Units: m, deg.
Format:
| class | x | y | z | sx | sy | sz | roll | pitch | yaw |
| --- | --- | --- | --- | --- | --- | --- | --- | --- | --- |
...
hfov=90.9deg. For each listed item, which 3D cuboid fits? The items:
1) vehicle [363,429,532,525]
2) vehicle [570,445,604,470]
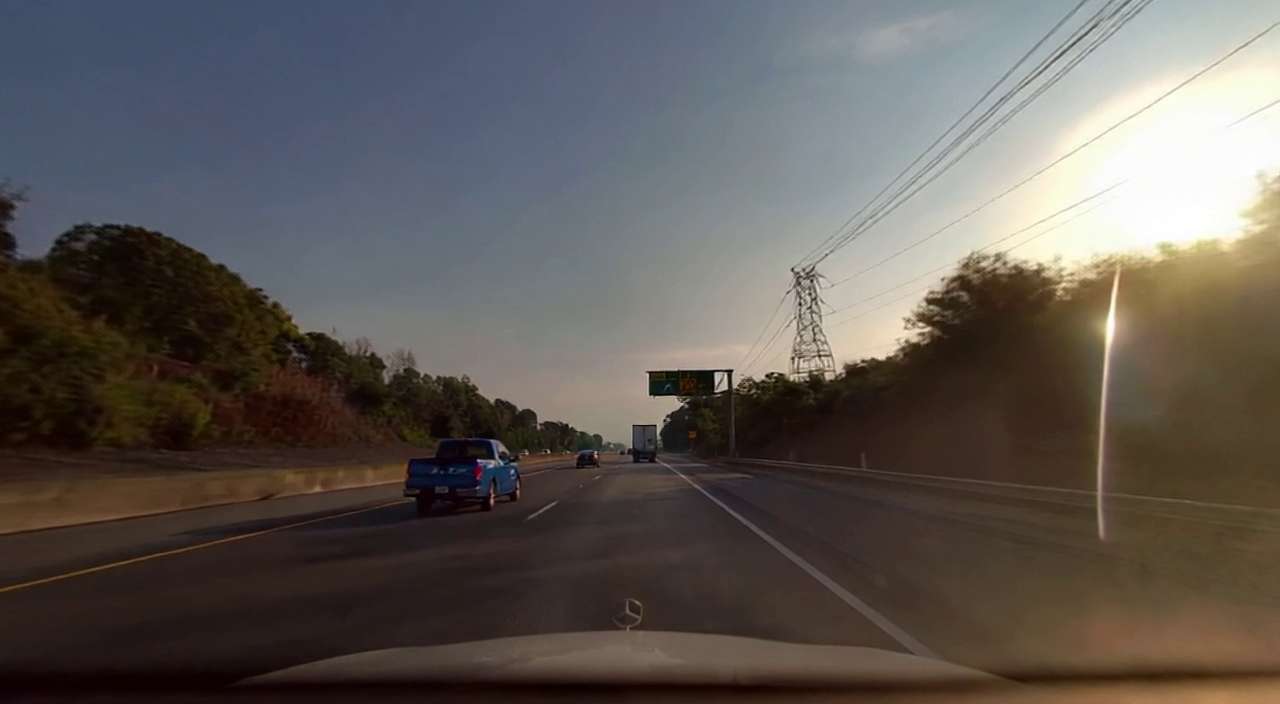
| class | x | y | z | sx | sy | sz | roll | pitch | yaw |
| --- | --- | --- | --- | --- | --- | --- | --- | --- | --- |
| vehicle | -3.854 | 2.606 | 13.776 | 2.049 | 1.697 | 4.998 | 0 | -9 | 1 |
| vehicle | -3.910 | 7.864 | 47.179 | 2.111 | 1.735 | 4.066 | 0 | -9 | 1 |
